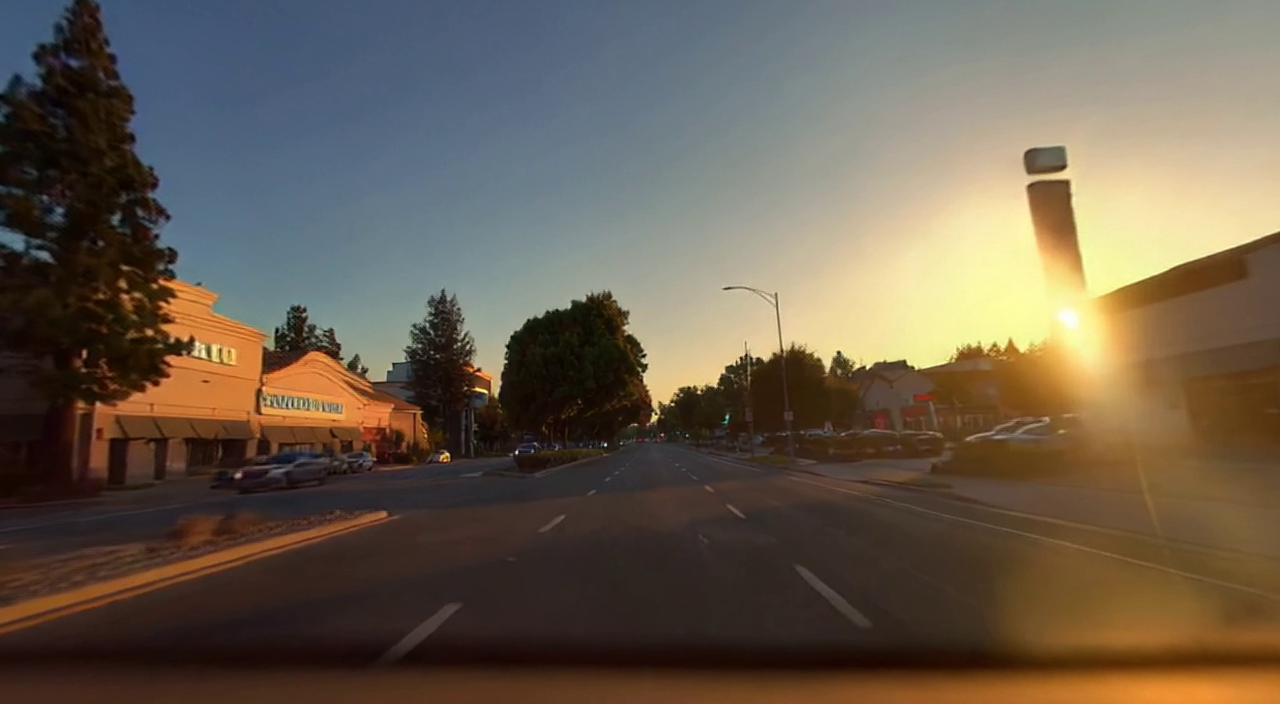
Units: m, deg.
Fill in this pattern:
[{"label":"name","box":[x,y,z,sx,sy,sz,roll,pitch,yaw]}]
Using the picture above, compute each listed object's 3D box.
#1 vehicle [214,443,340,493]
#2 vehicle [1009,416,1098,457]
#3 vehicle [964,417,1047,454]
[{"label":"vehicle","box":[-13.379,4.266,23.694,1.961,1.670,4.583,0,-8,1]},{"label":"vehicle","box":[17.846,3.663,27.227,4.277,1.605,1.920,7,-11,-40]},{"label":"vehicle","box":[17.967,4.135,30.946,4.704,1.652,1.948,7,-11,-40]}]
